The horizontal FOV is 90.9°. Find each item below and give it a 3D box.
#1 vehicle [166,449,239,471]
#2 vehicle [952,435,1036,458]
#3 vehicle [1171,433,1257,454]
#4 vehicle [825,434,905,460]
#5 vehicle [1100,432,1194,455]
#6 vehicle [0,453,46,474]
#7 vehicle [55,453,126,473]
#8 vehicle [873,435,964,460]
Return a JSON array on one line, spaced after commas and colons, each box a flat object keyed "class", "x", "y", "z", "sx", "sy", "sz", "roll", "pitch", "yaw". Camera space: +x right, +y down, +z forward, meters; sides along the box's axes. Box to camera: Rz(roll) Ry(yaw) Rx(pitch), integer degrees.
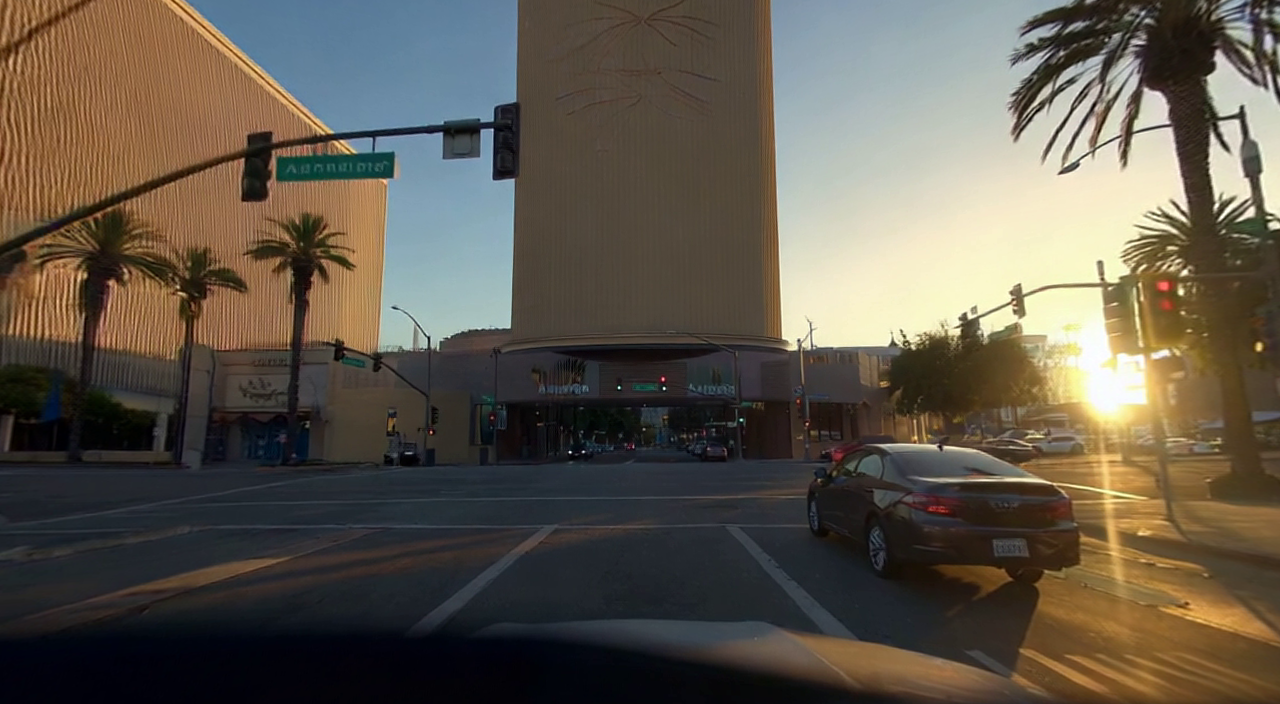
[{"class": "vehicle", "x": -33.244, "y": 8.194, "z": 47.938, "sx": 4.136, "sy": 1.661, "sz": 1.857, "roll": 0, "pitch": -8, "yaw": 0}, {"class": "vehicle", "x": 23.506, "y": 6.292, "z": 41.952, "sx": 4.423, "sy": 1.465, "sz": 1.798, "roll": 0, "pitch": -8, "yaw": 0}, {"class": "vehicle", "x": 42.097, "y": 6.733, "z": 46.263, "sx": 4.437, "sy": 1.469, "sz": 1.811, "roll": 0, "pitch": -8, "yaw": 0}, {"class": "vehicle", "x": 14.999, "y": 6.382, "z": 42.193, "sx": 4.648, "sy": 1.665, "sz": 1.910, "roll": 0, "pitch": -8, "yaw": -1}, {"class": "vehicle", "x": 33.361, "y": 6.023, "z": 41.549, "sx": 4.567, "sy": 1.458, "sz": 1.791, "roll": 0, "pitch": -8, "yaw": 0}, {"class": "vehicle", "x": -48.061, "y": 8.490, "z": 48.070, "sx": 3.786, "sy": 1.555, "sz": 1.702, "roll": 0, "pitch": -8, "yaw": 2}, {"class": "vehicle", "x": -41.748, "y": 8.416, "z": 47.948, "sx": 3.698, "sy": 1.467, "sz": 1.779, "roll": 0, "pitch": -8, "yaw": 0}, {"class": "vehicle", "x": 16.907, "y": 5.797, "z": 38.441, "sx": 4.684, "sy": 1.461, "sz": 1.777, "roll": 0, "pitch": -8, "yaw": -1}]
